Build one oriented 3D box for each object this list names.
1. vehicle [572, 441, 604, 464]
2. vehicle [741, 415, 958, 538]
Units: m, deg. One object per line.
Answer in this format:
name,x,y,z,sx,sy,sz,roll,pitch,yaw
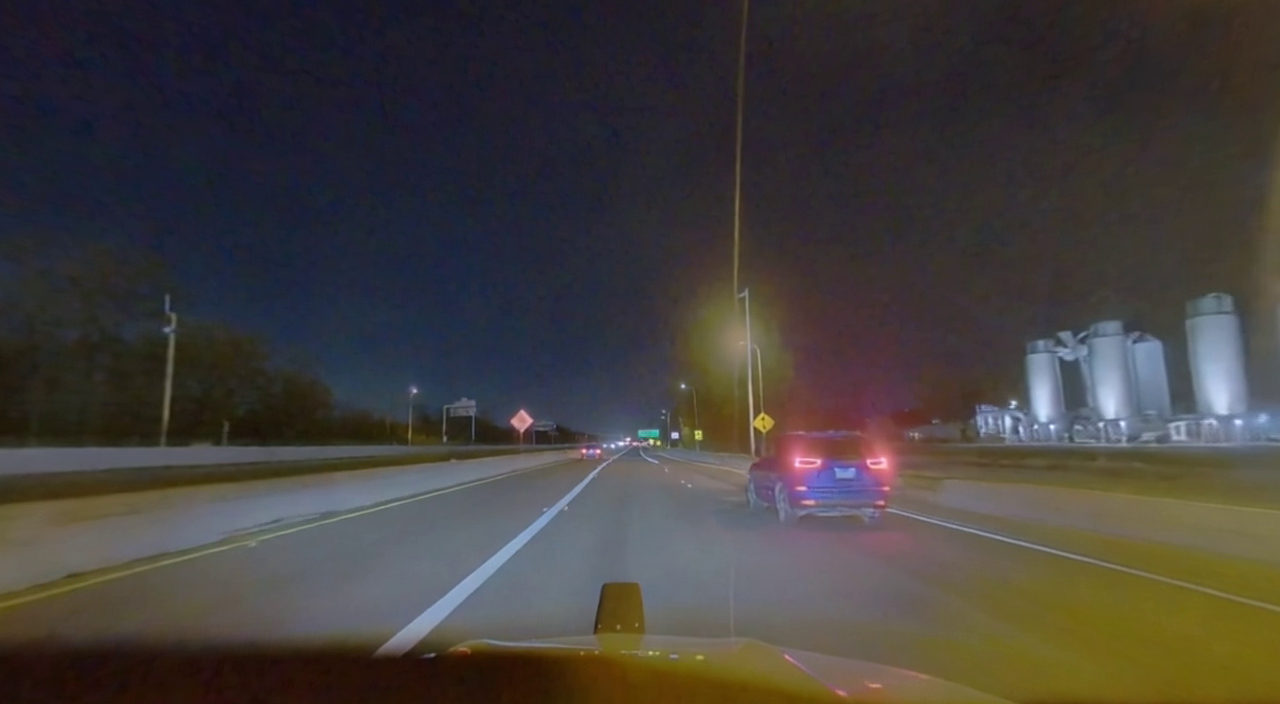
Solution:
vehicle,-3.804,7.448,46.811,2.012,1.571,4.232,0,-9,0
vehicle,3.473,2.208,11.795,2.296,1.790,5.067,0,-9,0
